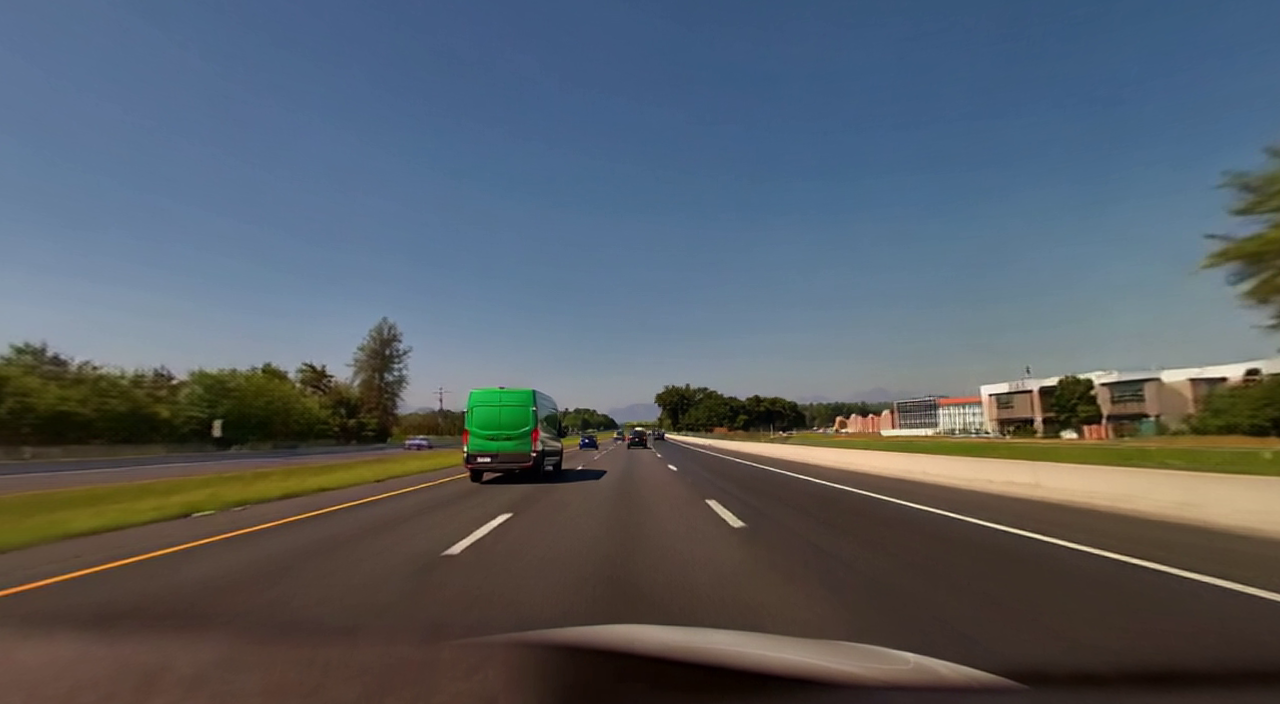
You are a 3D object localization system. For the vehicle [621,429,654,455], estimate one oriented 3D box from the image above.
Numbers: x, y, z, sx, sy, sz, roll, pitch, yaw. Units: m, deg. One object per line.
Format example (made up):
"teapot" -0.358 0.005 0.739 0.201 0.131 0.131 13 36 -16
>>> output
"vehicle" -0.174 6.082 42.594 2.104 1.646 4.176 0 -8 -1

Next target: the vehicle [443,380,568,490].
"vehicle" -3.511 2.353 17.855 2.424 2.577 5.828 0 -8 -2
